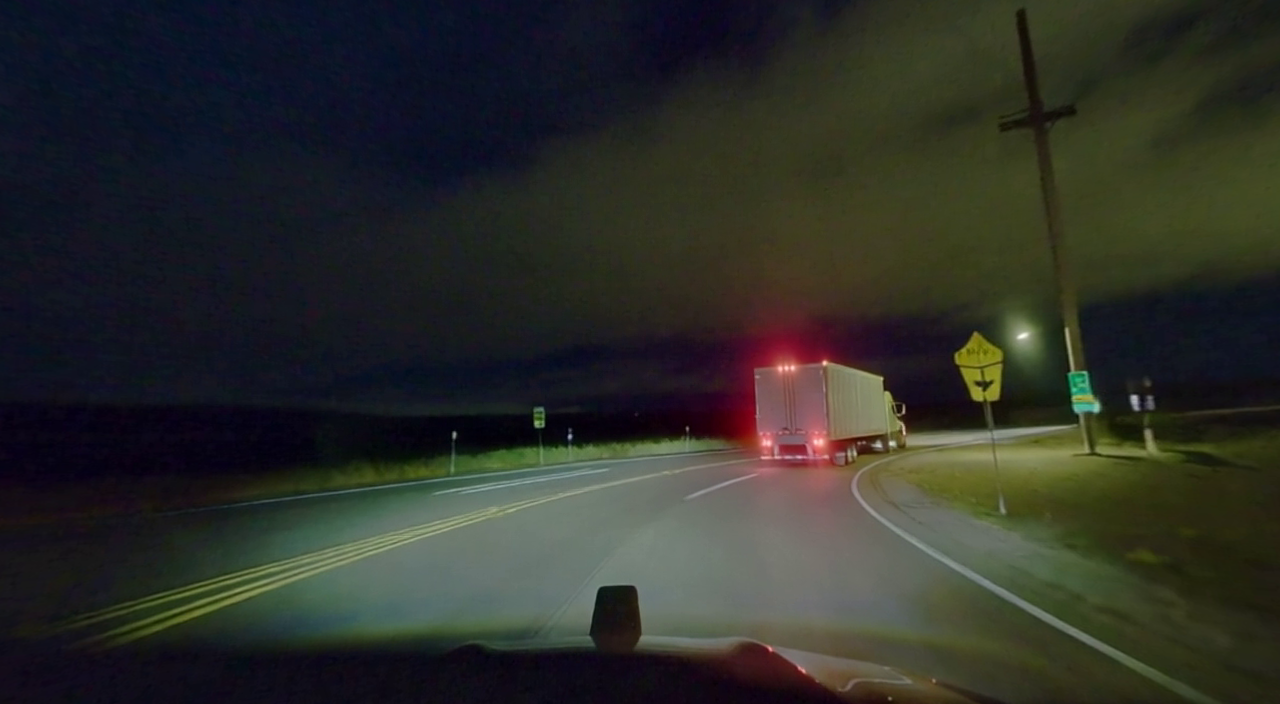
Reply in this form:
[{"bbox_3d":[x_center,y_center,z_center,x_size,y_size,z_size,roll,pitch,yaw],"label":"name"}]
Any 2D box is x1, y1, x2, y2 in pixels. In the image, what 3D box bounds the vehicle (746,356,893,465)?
[{"bbox_3d":[8.013,2.676,26.666,2.837,3.712,10.484,-5,-9,33],"label":"vehicle"}]
